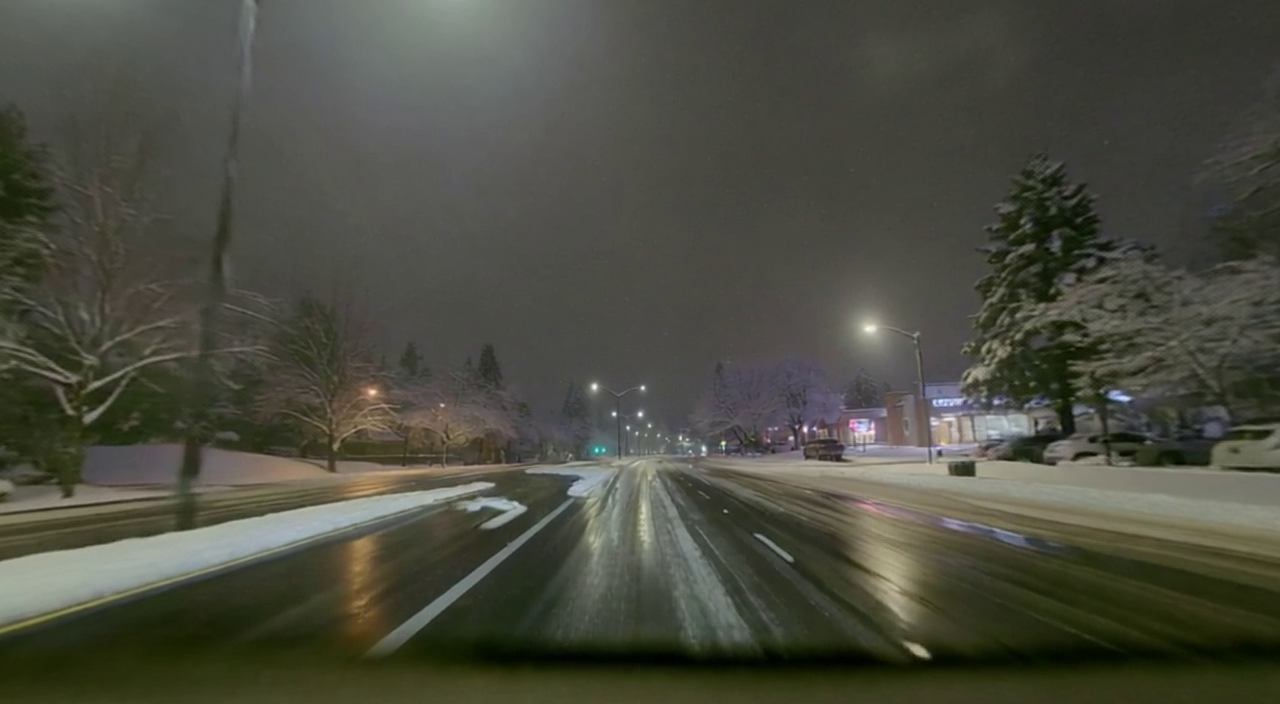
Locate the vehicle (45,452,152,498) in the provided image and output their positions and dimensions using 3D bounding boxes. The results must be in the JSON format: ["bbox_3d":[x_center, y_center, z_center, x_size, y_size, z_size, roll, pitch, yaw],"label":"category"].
[{"bbox_3d":[-24.972,5.667,29.093,5.468,1.809,2.141,-9,-10,32],"label":"vehicle"}]

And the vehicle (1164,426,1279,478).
[{"bbox_3d":[20.011,3.241,20.544,4.082,1.567,2.011,0,-9,-1],"label":"vehicle"}]
